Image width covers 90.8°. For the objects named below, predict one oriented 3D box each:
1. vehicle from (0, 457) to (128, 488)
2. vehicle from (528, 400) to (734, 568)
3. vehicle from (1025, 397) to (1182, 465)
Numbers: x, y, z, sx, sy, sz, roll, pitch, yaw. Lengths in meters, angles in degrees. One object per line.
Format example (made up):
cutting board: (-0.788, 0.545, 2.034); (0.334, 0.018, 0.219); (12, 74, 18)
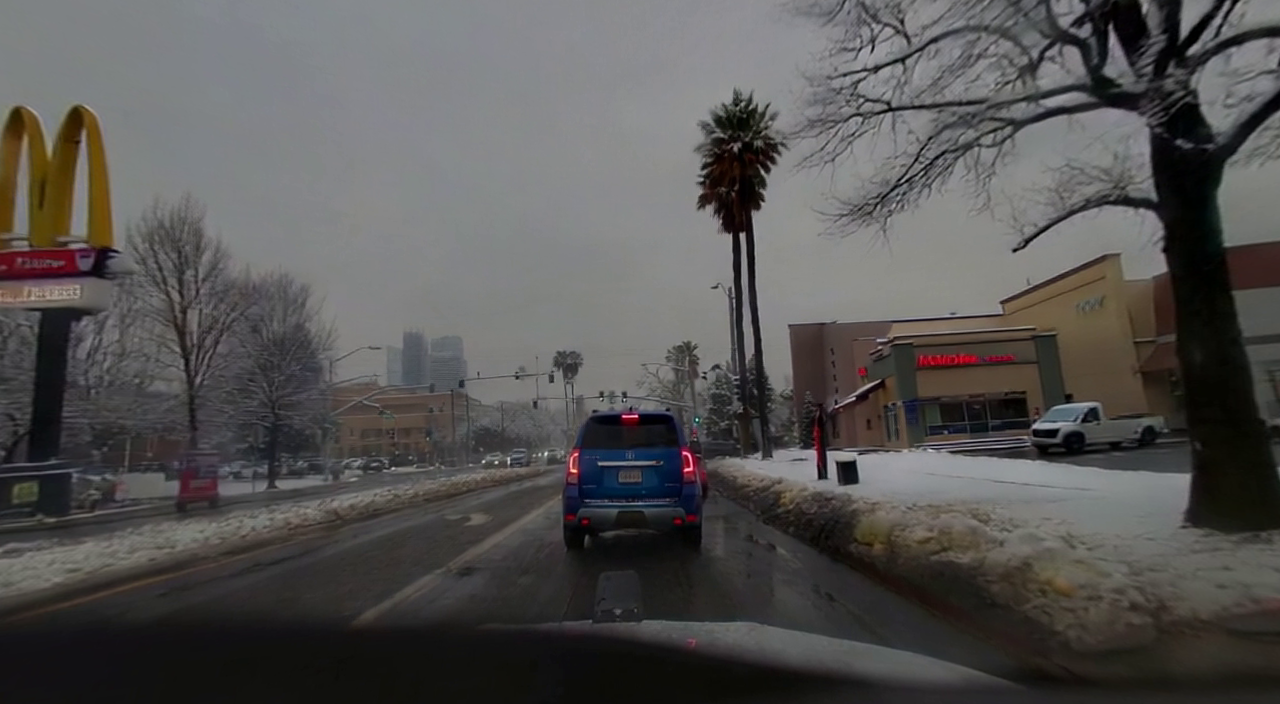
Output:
vehicle: (-28.373, 5.812, 30.578); (5.154, 1.343, 1.943); (4, -10, -25)
vehicle: (-0.140, 1.732, 8.910); (2.234, 1.818, 3.869); (0, -9, -1)
vehicle: (16.085, 2.800, 21.827); (6.060, 2.047, 2.490); (6, -11, -36)
